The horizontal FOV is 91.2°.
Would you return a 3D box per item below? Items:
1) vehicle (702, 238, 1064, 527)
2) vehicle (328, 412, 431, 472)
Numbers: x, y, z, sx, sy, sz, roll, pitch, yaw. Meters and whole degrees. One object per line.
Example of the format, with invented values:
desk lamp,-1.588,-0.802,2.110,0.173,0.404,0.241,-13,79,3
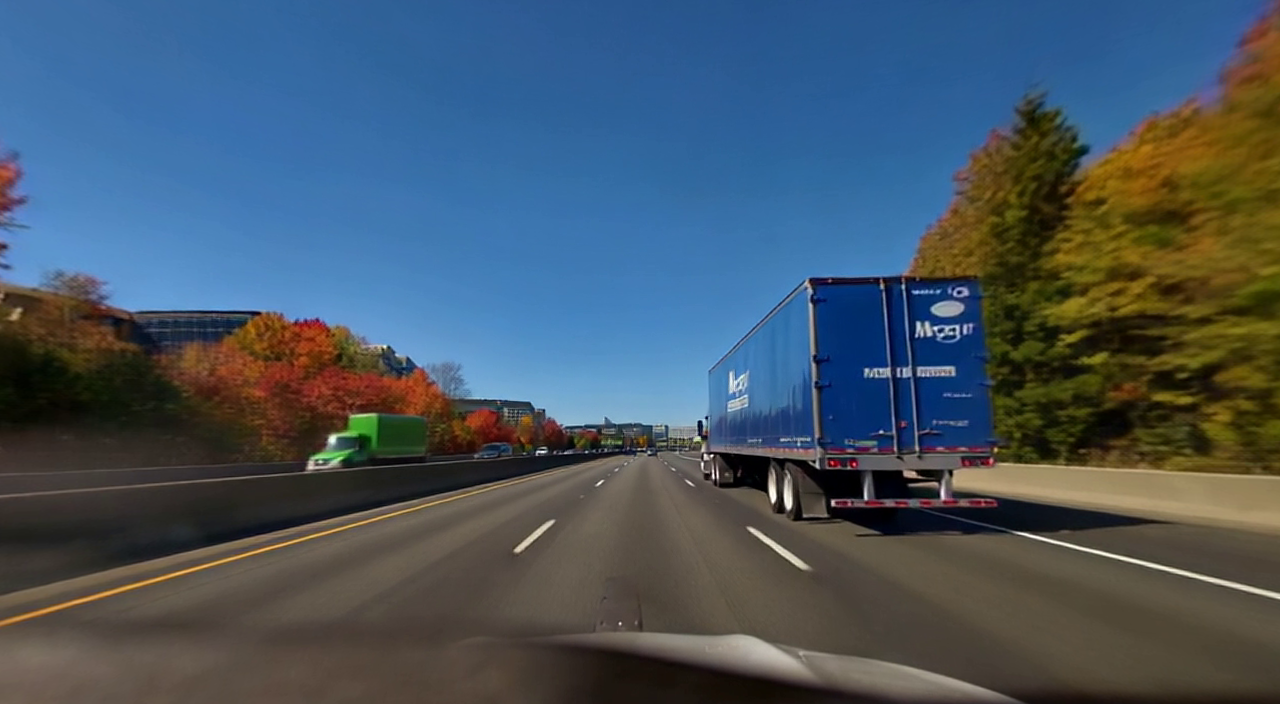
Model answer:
vehicle,4.005,1.620,16.717,3.003,3.880,16.814,0,-9,0
vehicle,-19.284,6.857,47.454,2.995,4.004,10.610,0,-9,1
